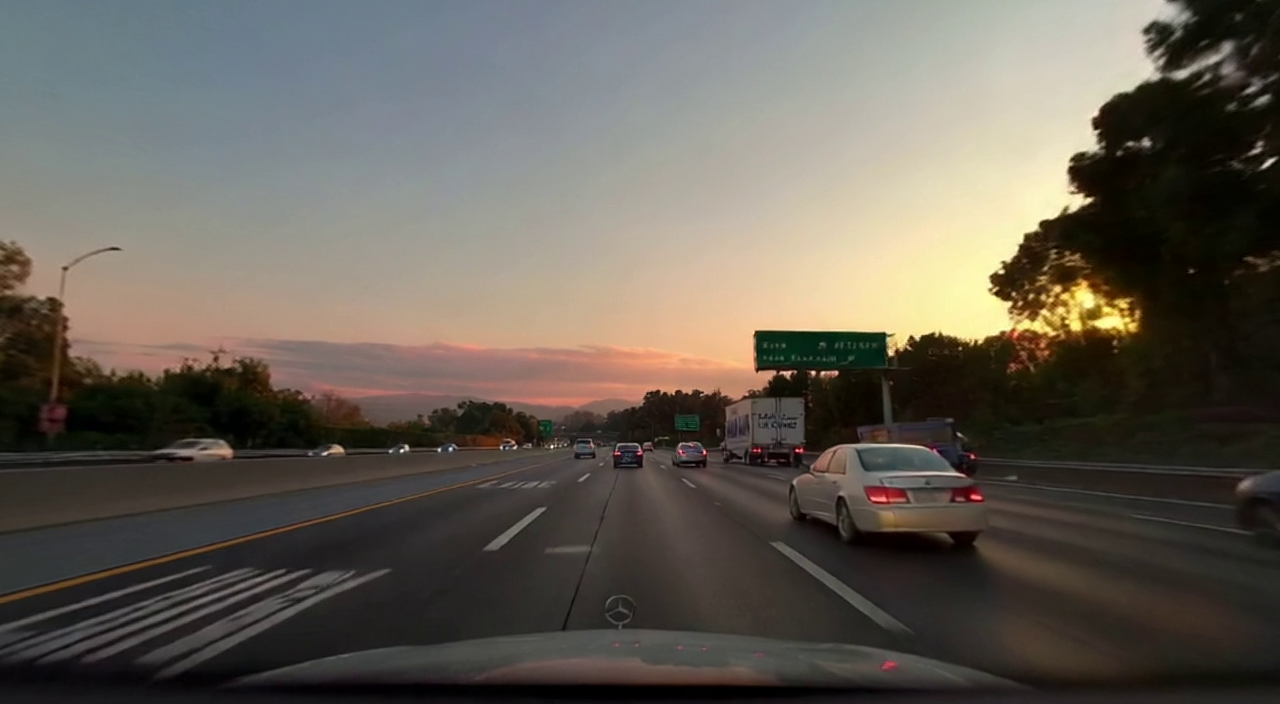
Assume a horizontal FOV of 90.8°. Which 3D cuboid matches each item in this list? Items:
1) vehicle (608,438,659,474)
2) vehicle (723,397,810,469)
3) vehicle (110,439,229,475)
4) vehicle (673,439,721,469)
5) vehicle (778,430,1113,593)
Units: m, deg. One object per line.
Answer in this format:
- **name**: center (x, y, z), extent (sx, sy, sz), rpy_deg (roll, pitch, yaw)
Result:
- **vehicle**: center (-0.326, 4.576, 27.992), extent (2.098, 1.475, 3.997), rpy_deg (0, -9, -2)
- **vehicle**: center (7.058, 4.806, 36.701), extent (2.799, 3.655, 8.627), rpy_deg (0, -9, -3)
- **vehicle**: center (-21.050, 4.696, 28.529), extent (1.891, 1.485, 4.562), rpy_deg (0, -9, -1)
- **vehicle**: center (3.034, 5.585, 34.703), extent (1.993, 1.504, 4.781), rpy_deg (0, -9, -3)
- **vehicle**: center (3.206, 1.752, 7.884), extent (1.865, 1.427, 4.448), rpy_deg (0, -9, -1)
